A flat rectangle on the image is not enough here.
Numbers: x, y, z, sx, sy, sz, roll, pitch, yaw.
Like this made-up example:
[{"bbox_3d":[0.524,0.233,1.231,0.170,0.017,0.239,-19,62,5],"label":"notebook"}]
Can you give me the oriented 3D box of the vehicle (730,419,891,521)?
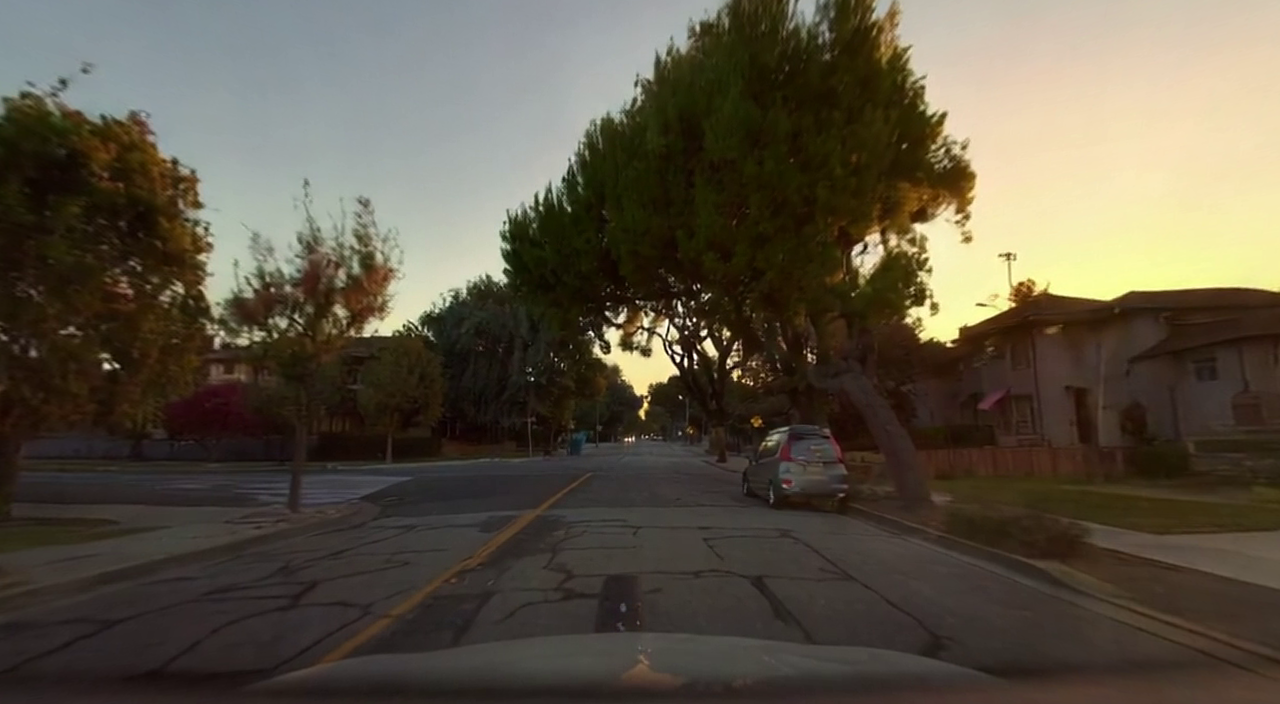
[{"bbox_3d":[3.221,2.336,13.010,2.086,1.726,4.384,0,-8,0],"label":"vehicle"}]
